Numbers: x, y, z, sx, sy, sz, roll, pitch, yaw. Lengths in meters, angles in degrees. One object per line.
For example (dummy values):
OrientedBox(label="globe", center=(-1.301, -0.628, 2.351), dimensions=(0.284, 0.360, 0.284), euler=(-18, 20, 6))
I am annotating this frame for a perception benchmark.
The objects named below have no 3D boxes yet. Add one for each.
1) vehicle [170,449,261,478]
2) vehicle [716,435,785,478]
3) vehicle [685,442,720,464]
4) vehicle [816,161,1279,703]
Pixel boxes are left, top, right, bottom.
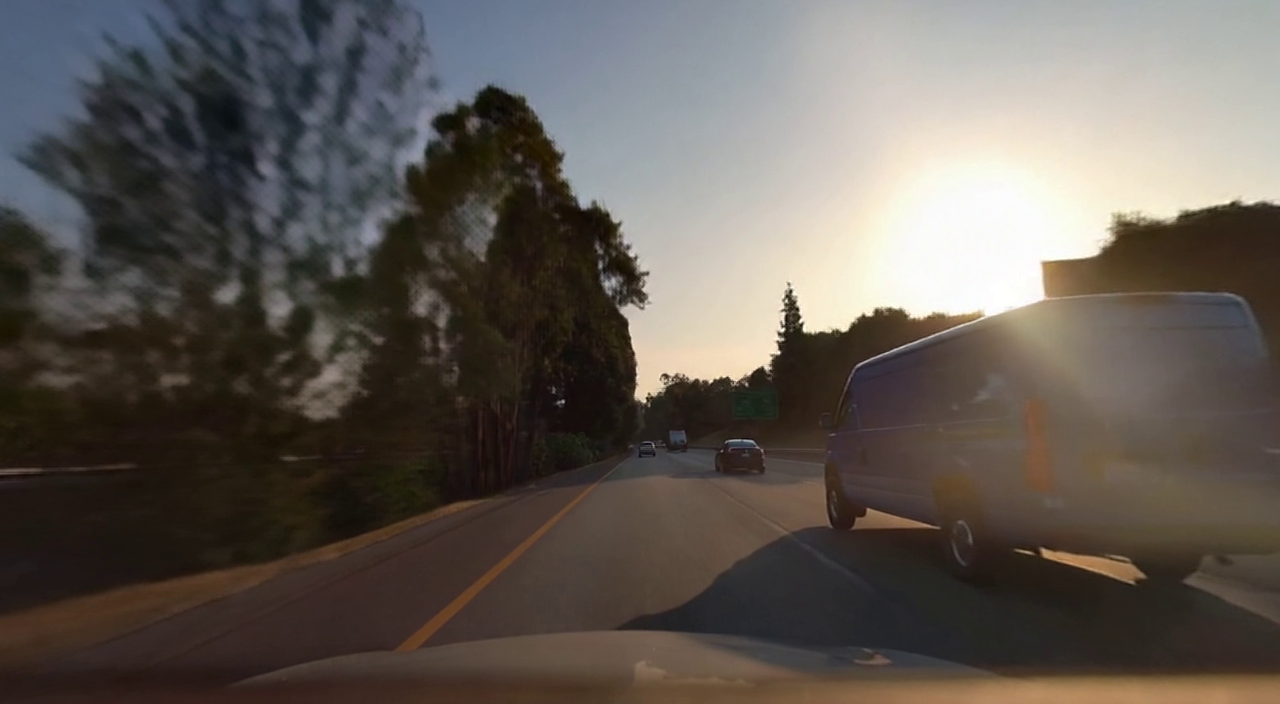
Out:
OrientedBox(label="vehicle", center=(-23.860, 6.276, 35.653), dimensions=(1.857, 1.468, 4.670), euler=(0, -8, 1))
OrientedBox(label="vehicle", center=(4.510, 4.329, 26.410), dimensions=(2.034, 1.651, 4.342), euler=(0, -8, 0))
OrientedBox(label="vehicle", center=(4.410, 7.244, 45.361), dimensions=(2.050, 1.448, 4.123), euler=(0, -8, -1))
OrientedBox(label="vehicle", center=(3.637, 0.783, 5.920), dimensions=(2.302, 2.670, 5.912), euler=(0, -8, 1))
